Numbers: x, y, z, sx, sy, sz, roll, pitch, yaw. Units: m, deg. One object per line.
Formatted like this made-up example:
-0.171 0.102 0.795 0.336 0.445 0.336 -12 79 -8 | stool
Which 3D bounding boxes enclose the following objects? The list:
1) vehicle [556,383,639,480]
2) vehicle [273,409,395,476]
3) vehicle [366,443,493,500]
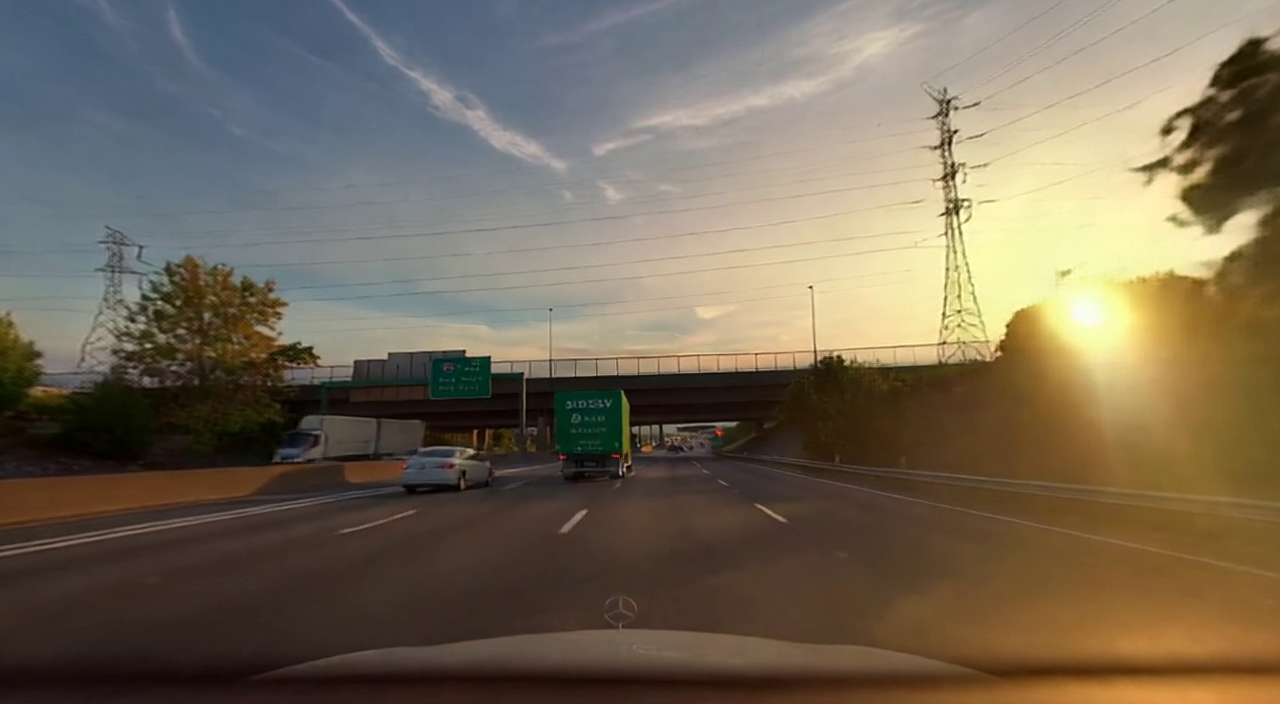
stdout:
-1.759 4.284 32.500 3.025 4.002 12.709 0 -9 2 | vehicle
-20.820 6.358 43.847 2.942 4.086 10.219 -1 -9 2 | vehicle
-5.994 3.453 18.630 1.958 1.467 4.737 0 -9 2 | vehicle
